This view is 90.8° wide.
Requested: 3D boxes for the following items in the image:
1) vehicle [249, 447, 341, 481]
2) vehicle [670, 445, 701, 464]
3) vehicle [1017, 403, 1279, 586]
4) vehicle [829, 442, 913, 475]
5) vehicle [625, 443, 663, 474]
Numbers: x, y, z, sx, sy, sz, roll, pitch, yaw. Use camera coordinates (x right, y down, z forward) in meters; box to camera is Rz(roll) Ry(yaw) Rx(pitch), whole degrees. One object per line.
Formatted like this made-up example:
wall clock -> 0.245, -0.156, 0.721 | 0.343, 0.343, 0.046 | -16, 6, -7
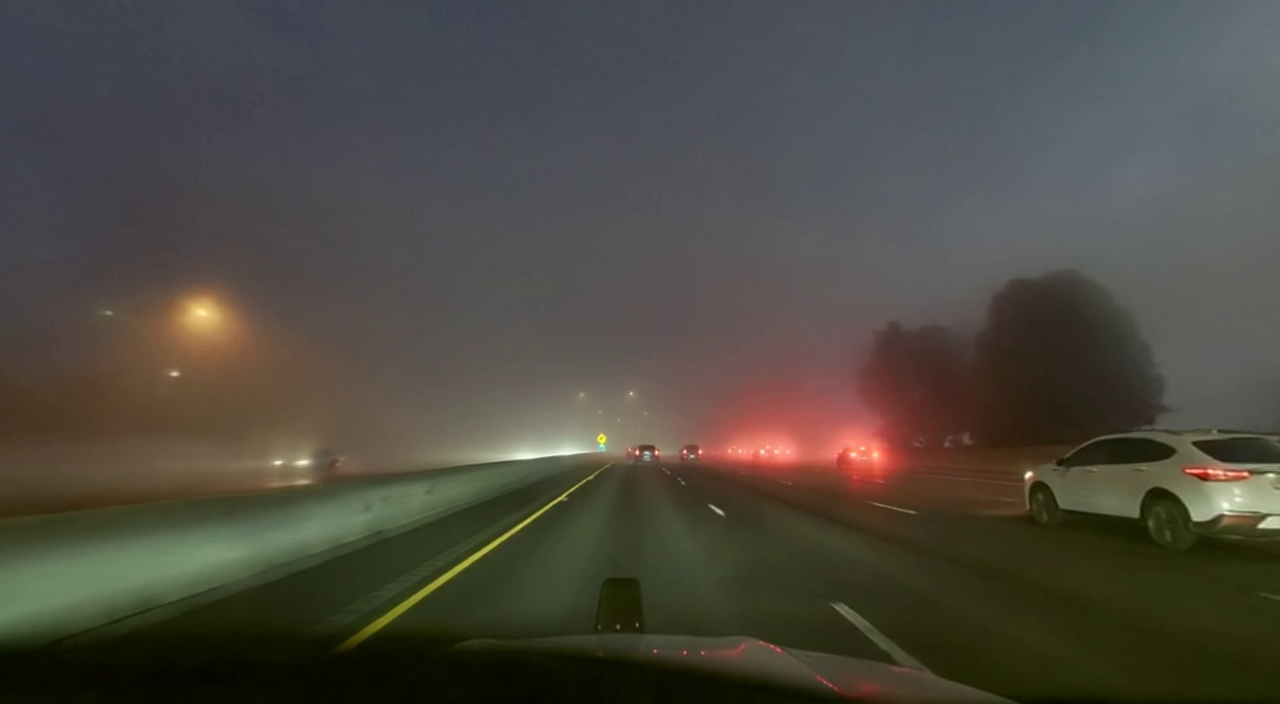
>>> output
vehicle -> -17.730, 5.744, 32.794 | 2.053, 1.582, 4.816 | 0, -9, 0
vehicle -> 3.530, 8.050, 49.749 | 1.993, 1.427, 4.204 | 0, -9, -1
vehicle -> 6.957, 1.579, 7.576 | 2.027, 1.679, 4.543 | 0, -9, 0
vehicle -> 10.958, 5.099, 30.401 | 2.087, 1.442, 4.834 | 0, -9, -1
vehicle -> 0.167, 5.911, 35.395 | 1.864, 1.566, 4.446 | 0, -8, -3
